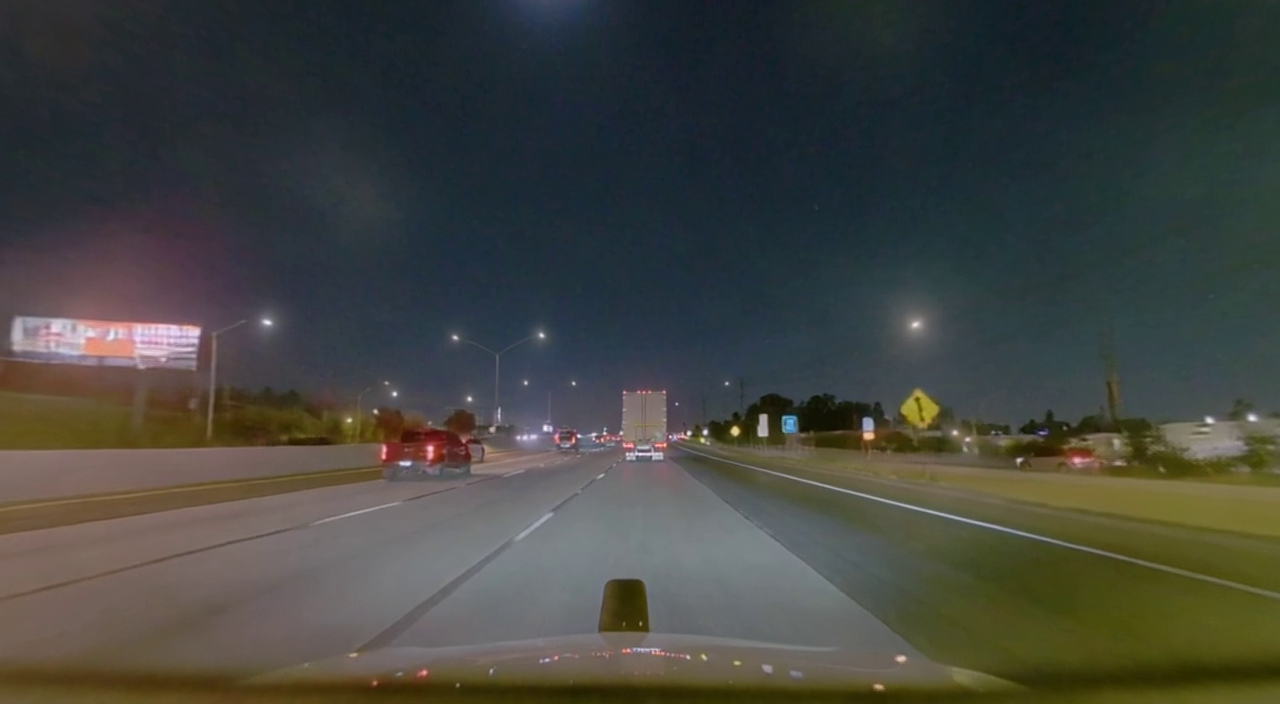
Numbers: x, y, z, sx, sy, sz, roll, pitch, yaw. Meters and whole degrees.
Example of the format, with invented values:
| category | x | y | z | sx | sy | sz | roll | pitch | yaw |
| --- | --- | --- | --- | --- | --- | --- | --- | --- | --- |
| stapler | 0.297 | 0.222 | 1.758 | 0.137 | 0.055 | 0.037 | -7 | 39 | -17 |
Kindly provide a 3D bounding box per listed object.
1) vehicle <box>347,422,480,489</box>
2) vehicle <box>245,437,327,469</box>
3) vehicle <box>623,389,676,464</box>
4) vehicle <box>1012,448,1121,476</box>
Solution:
| category | x | y | z | sx | sy | sz | roll | pitch | yaw |
| --- | --- | --- | --- | --- | --- | --- | --- | --- | --- |
| vehicle | -6.974 | 3.265 | 20.191 | 2.197 | 1.847 | 5.364 | 0 | -8 | 1 |
| vehicle | -18.013 | 5.148 | 32.319 | 1.925 | 1.483 | 3.825 | 0 | -8 | 1 |
| vehicle | 0.720 | 4.857 | 39.774 | 2.879 | 4.027 | 11.243 | 0 | -8 | 2 |
| vehicle | 24.478 | 6.298 | 36.416 | 1.757 | 1.437 | 4.897 | 6 | -10 | -25 |
